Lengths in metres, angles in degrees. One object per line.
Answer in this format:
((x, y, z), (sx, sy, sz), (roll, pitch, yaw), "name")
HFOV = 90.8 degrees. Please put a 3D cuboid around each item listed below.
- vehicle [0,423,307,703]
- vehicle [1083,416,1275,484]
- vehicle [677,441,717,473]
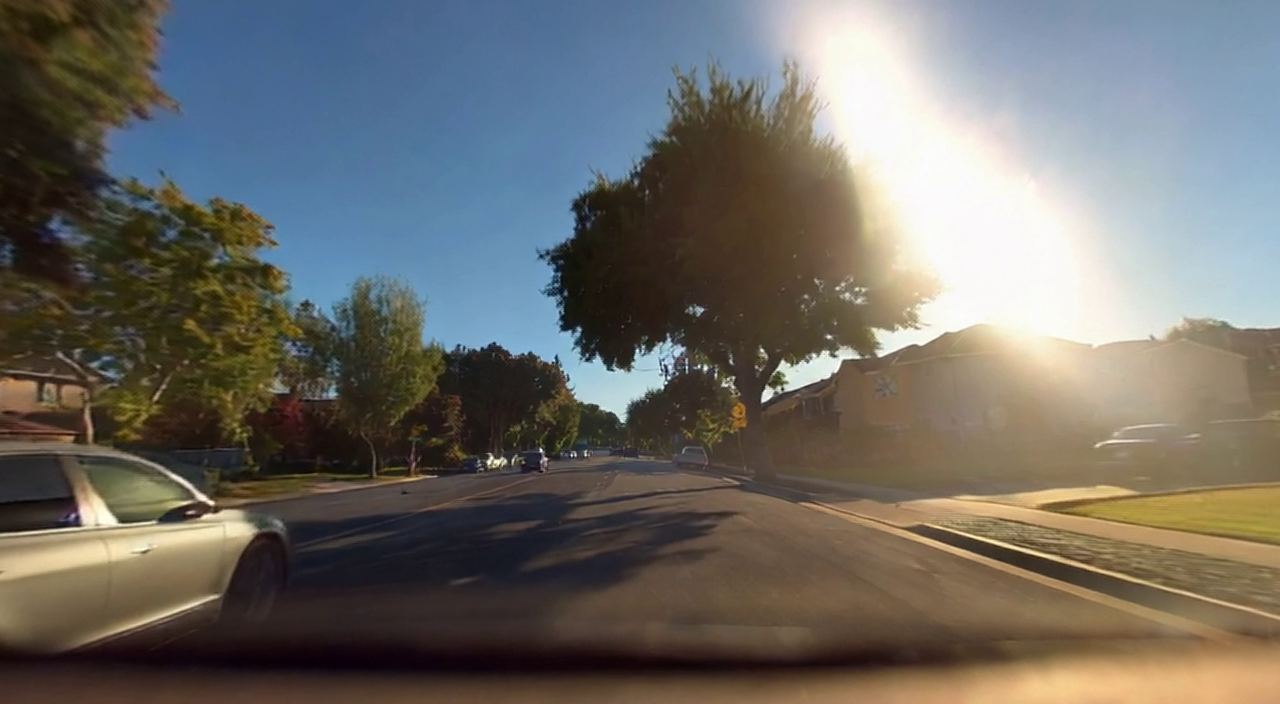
((-3.389, 0.983, 2.203), (1.969, 1.459, 4.619), (0, -8, 0), "vehicle")
((15.216, 2.791, 17.869), (4.362, 1.702, 2.333), (4, -10, -24), "vehicle")
((3.591, 6.718, 40.649), (2.130, 1.873, 4.886), (0, -8, 0), "vehicle")
